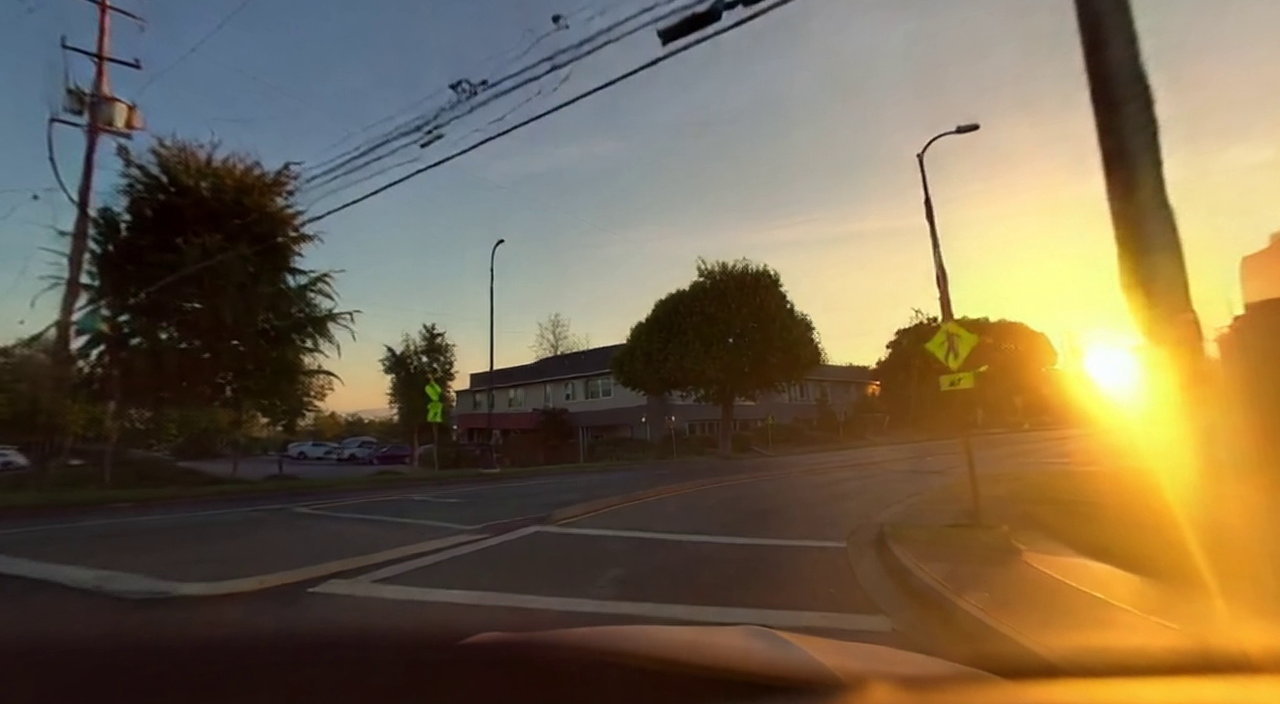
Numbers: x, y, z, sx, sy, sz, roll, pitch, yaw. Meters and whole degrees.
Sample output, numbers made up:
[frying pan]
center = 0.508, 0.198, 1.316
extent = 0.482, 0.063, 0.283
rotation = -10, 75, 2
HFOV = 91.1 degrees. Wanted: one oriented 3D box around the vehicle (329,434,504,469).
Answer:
[vehicle]
center = -17.061, 7.764, 49.411
extent = 2.837, 2.354, 12.960
rotation = -8, -11, 43
